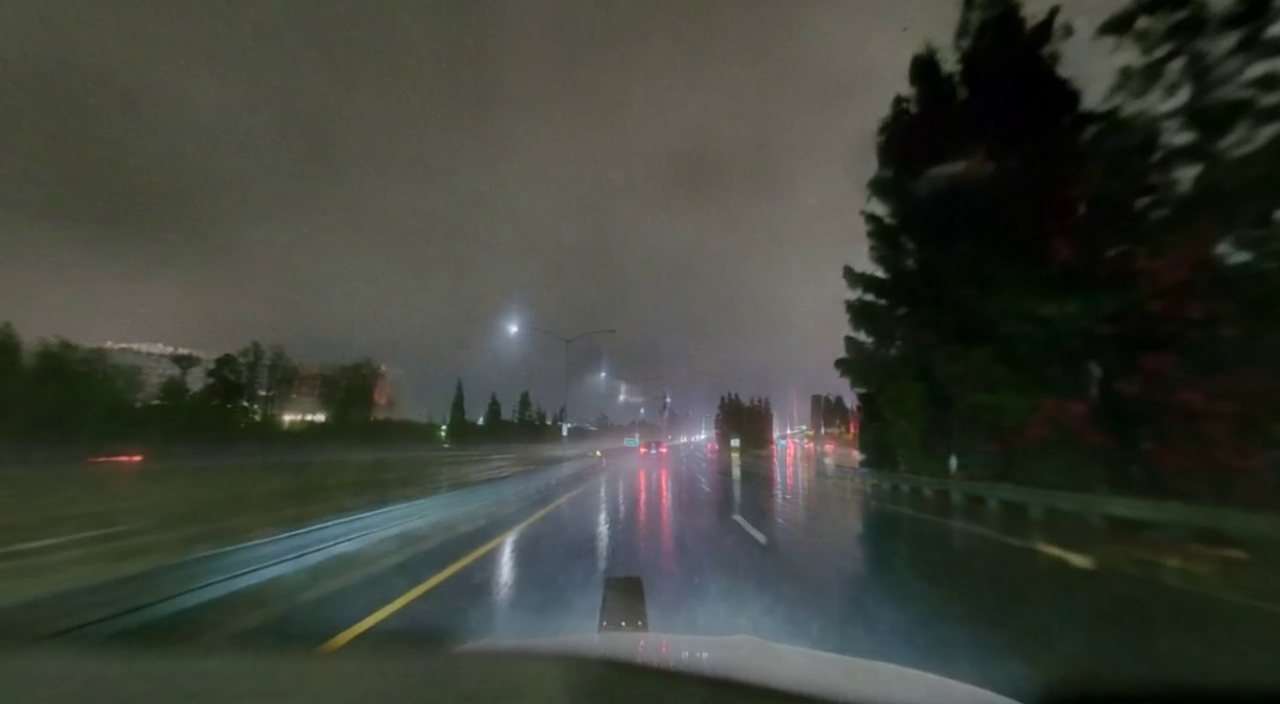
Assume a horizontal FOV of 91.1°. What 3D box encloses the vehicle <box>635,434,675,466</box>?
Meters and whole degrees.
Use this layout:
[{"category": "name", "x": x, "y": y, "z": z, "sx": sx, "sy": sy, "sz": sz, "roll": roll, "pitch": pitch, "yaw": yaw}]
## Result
[{"category": "vehicle", "x": 1.169, "y": 6.980, "z": 44.772, "sx": 2.546, "sy": 2.126, "sz": 5.153, "roll": -1, "pitch": -8, "yaw": 5}]
